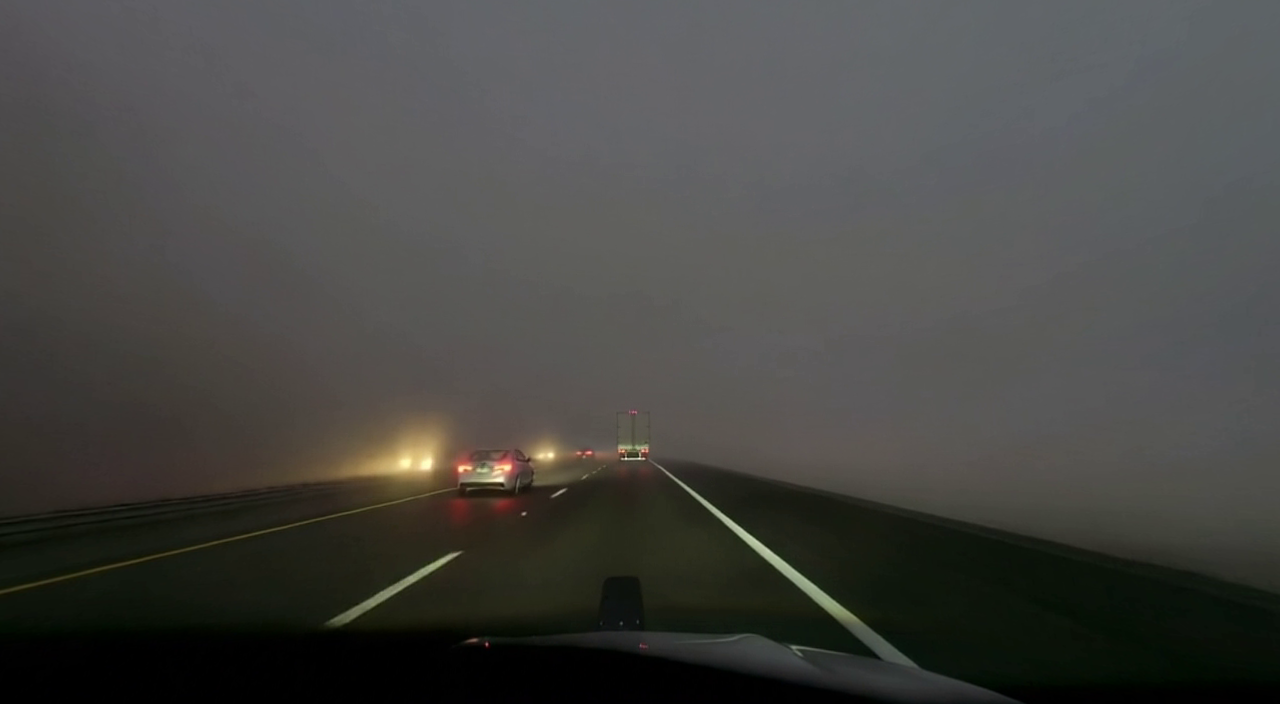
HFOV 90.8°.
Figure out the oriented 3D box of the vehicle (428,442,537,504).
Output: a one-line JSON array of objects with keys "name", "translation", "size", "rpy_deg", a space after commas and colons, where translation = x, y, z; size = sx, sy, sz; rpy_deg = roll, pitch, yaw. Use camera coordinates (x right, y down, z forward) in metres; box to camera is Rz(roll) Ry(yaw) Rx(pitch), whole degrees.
[{"name": "vehicle", "translation": [-4.226, 3.319, 17.697], "size": [1.978, 1.507, 4.062], "rpy_deg": [0, -9, 0]}]
